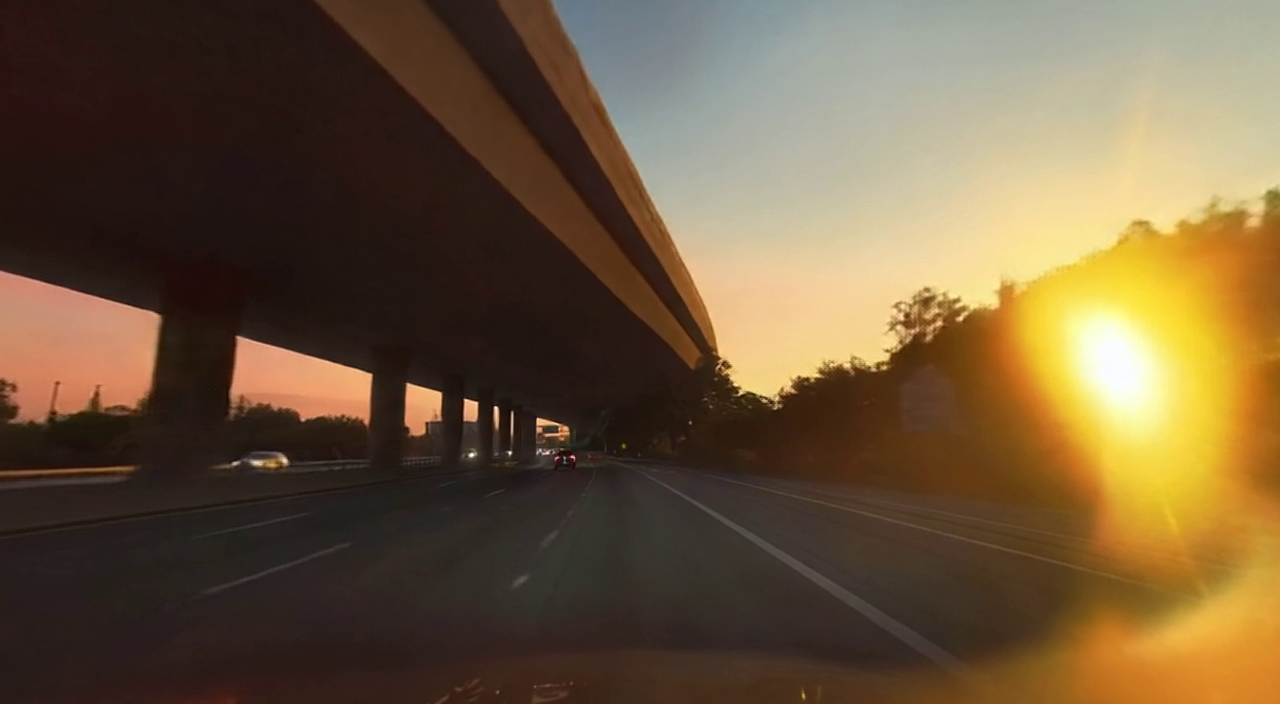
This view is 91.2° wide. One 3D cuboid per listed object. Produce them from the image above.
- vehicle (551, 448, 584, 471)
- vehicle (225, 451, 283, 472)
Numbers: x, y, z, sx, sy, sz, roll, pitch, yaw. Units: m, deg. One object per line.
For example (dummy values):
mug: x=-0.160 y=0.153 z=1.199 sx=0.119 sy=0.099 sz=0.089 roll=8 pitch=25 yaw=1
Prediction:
vehicle: x=-5.374 y=8.028 z=46.846 sx=2.248 sy=1.619 sz=3.848 roll=0 pitch=-9 yaw=-4
vehicle: x=-28.572 y=8.115 z=46.517 sx=1.809 sy=1.432 sz=4.193 roll=0 pitch=-9 yaw=-3
